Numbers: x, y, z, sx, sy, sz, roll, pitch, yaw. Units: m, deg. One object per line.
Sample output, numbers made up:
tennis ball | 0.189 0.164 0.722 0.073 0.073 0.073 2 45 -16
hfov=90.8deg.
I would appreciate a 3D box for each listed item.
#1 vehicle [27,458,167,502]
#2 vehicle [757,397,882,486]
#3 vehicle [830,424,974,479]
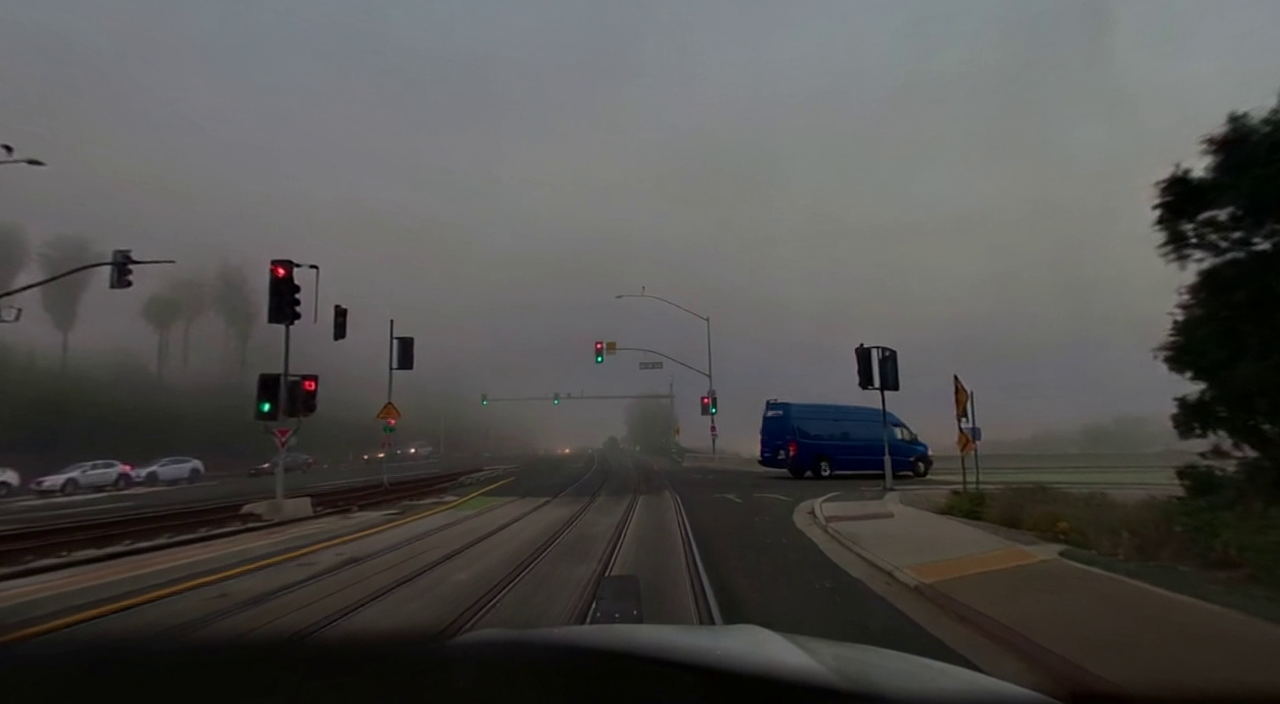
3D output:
vehicle | -21.108 4.911 24.552 4.881 1.477 2.204 -4 -9 25
vehicle | 6.847 3.383 23.998 4.180 3.020 2.606 7 -11 -41
vehicle | 11.256 4.226 27.079 6.055 2.140 2.266 5 -9 -28
